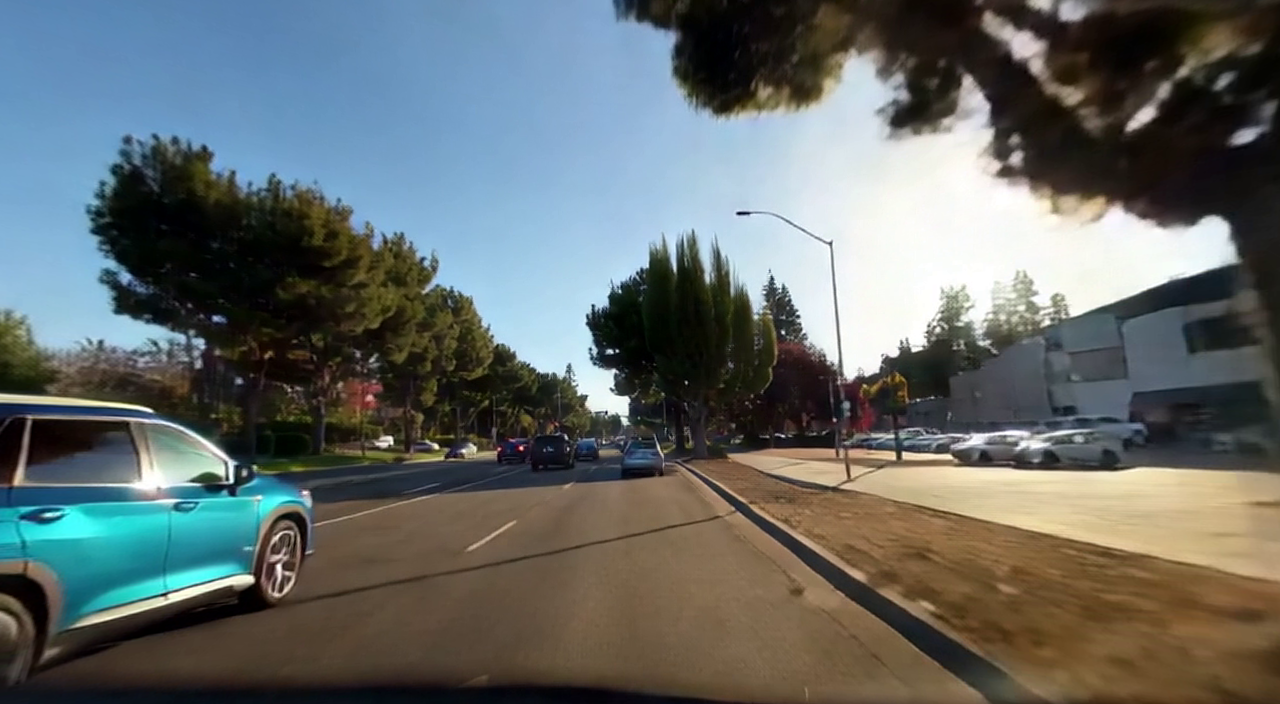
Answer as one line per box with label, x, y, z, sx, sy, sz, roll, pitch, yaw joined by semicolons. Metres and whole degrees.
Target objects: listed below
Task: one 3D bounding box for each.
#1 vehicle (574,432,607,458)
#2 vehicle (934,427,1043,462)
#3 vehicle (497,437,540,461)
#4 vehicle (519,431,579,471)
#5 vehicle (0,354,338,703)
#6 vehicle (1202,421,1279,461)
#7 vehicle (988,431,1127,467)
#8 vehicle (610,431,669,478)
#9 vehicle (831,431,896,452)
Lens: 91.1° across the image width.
vehicle;-3.669;6.986;47.144;2.047;1.810;4.414;0;-8;0
vehicle;17.342;4.629;31.371;4.290;1.664;1.893;1;-8;-3
vehicle;-8.013;6.432;41.653;1.926;1.463;4.450;0;-8;1
vehicle;-4.168;4.603;29.424;2.113;1.713;4.422;0;-8;1
vehicle;-3.766;0.955;3.490;2.070;1.641;4.152;0;-8;0
vehicle;28.835;4.062;28.638;4.367;1.763;2.015;0;-8;1
vehicle;17.580;4.097;26.590;4.460;1.449;1.959;0;-8;-2
vehicle;-0.018;3.895;24.046;2.042;1.641;4.187;0;-8;0
vehicle;17.593;7.075;49.532;4.329;1.656;1.873;0;-8;1
